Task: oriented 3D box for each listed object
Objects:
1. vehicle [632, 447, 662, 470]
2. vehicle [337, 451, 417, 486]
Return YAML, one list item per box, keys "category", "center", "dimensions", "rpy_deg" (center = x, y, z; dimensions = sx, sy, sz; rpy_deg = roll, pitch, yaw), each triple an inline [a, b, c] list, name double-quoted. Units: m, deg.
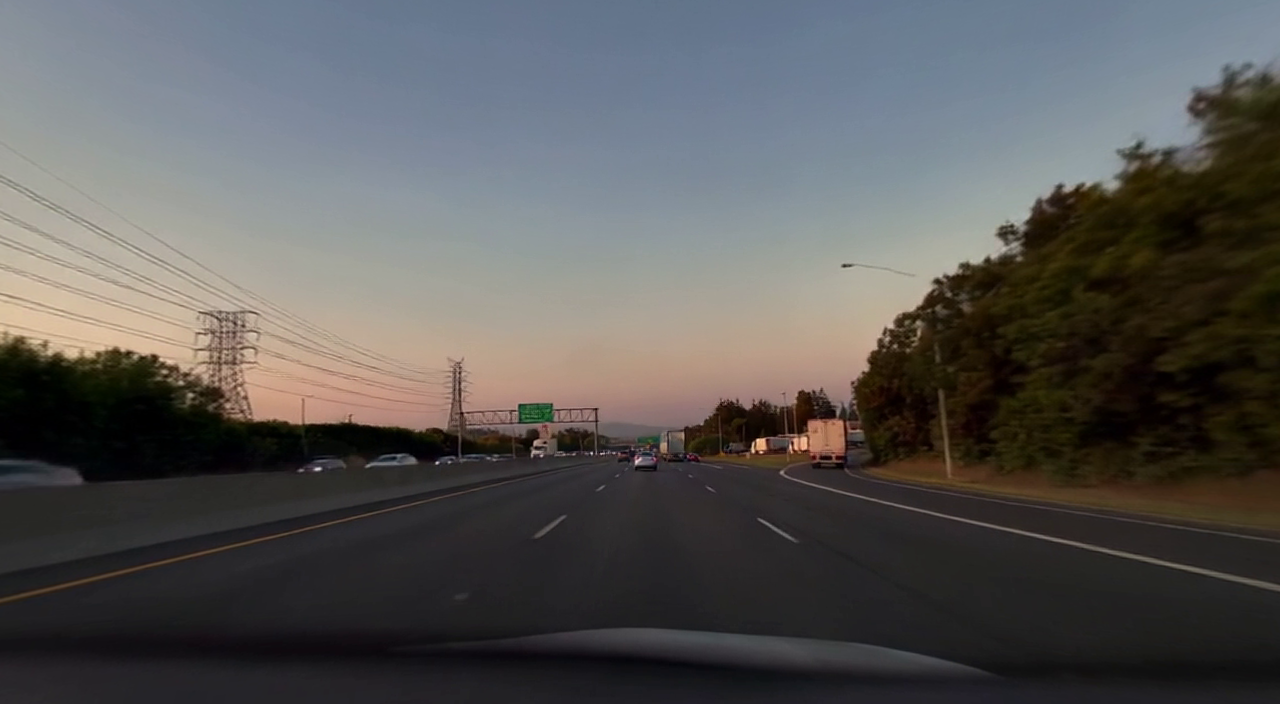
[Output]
- category: "vehicle"
  center: [0.488, 7.738, 45.883]
  dimensions: [2.111, 1.599, 3.859]
  rpy_deg: [0, -9, 0]
- category: "vehicle"
  center: [-11.909, 5.267, 28.809]
  dimensions: [1.801, 1.424, 4.135]
  rpy_deg: [0, -9, 1]
